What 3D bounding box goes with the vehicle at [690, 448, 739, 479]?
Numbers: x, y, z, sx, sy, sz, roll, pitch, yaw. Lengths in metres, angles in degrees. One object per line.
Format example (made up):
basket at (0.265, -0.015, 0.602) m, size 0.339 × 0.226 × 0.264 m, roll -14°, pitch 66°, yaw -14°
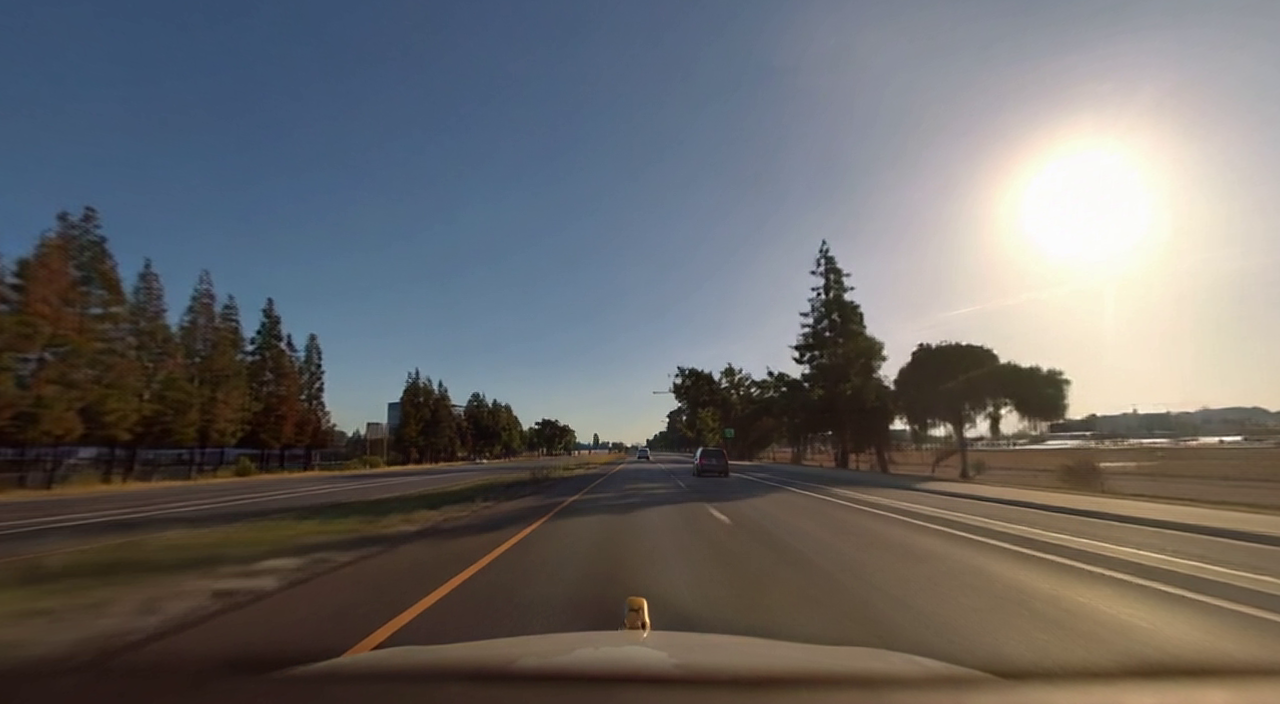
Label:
vehicle at (3.906, 5.925, 33.783) m, size 2.115 × 1.522 × 4.330 m, roll 0°, pitch -9°, yaw 0°
